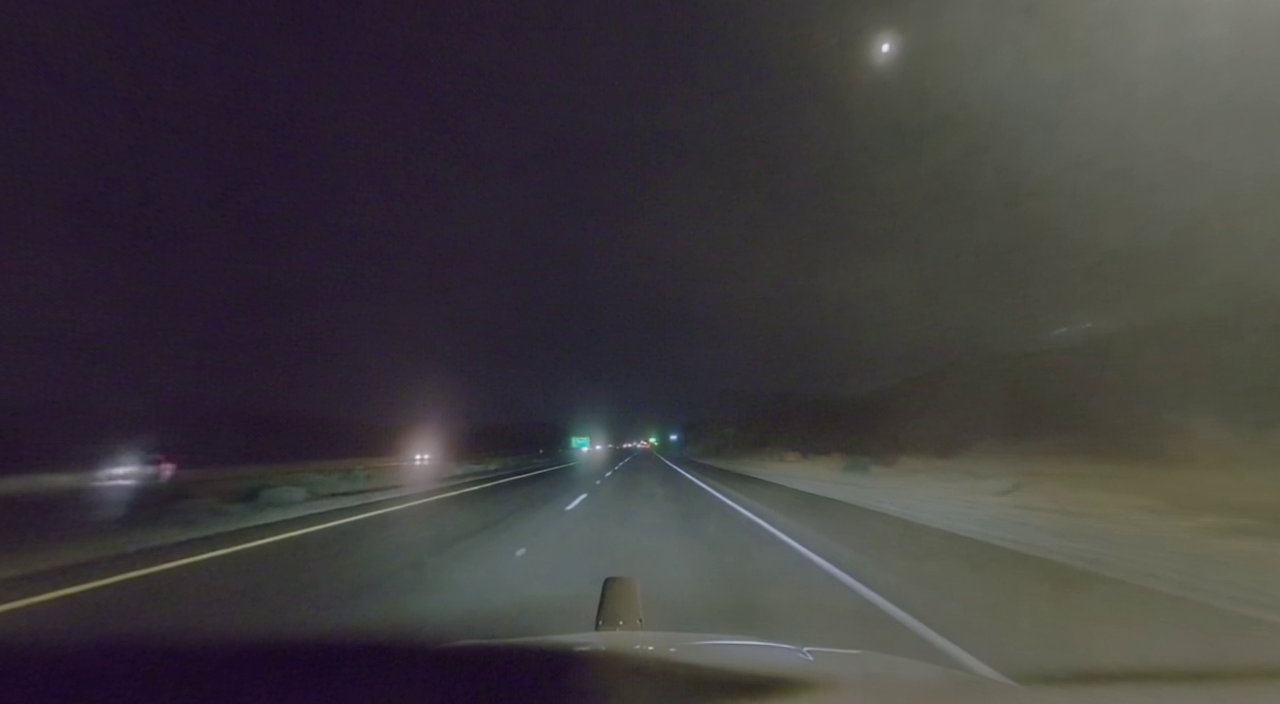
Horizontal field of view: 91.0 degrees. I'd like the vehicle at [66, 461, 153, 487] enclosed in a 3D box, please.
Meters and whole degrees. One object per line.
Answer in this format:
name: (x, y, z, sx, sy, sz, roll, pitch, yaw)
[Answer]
vehicle: (-35.992, 8.289, 42.894, 1.805, 1.533, 4.670, 0, -9, 1)
